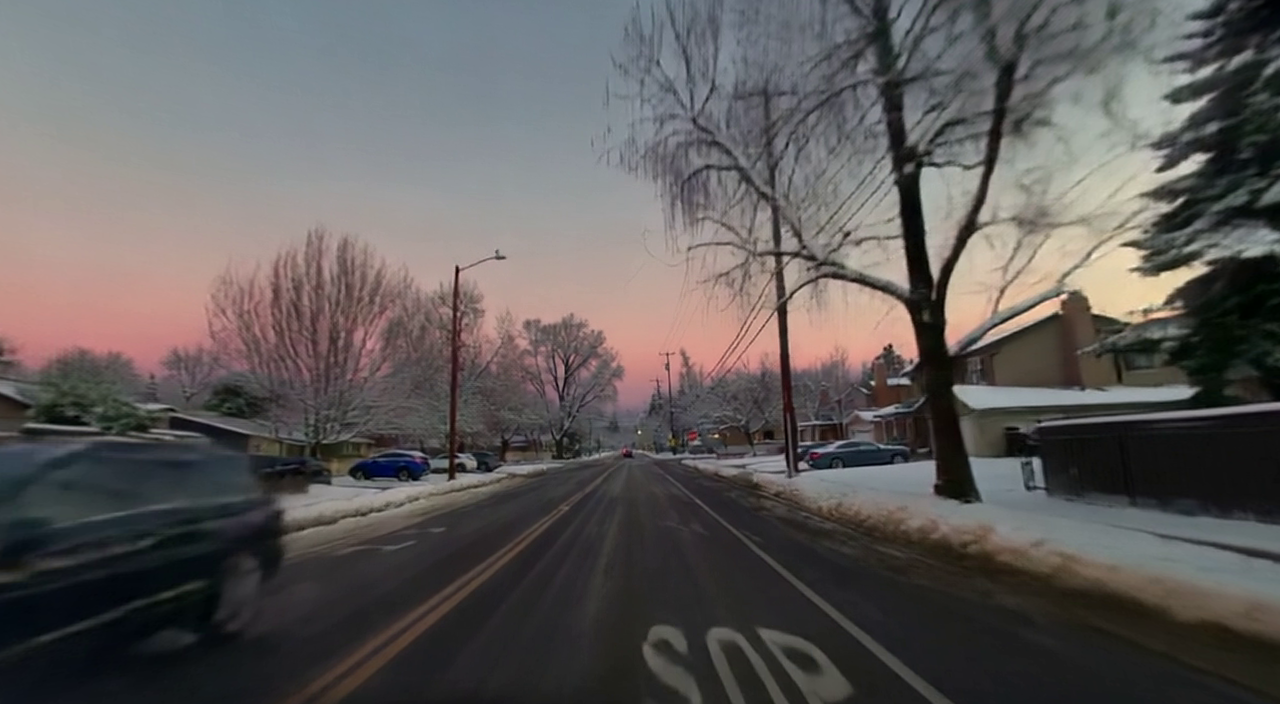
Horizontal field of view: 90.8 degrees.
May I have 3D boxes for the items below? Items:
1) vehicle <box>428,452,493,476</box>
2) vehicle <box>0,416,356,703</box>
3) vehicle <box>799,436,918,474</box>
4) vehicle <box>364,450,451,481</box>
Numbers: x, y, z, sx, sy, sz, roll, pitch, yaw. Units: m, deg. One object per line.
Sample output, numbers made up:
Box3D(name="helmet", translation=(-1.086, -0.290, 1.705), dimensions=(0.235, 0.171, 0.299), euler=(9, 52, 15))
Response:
Box3D(name="vehicle", translation=(-12.515, 7.840, 44.203), dimensions=(3.927, 1.560, 2.049), euler=(0, -9, -1))
Box3D(name="vehicle", translation=(-3.821, 1.315, 4.273), dimensions=(1.935, 1.595, 3.972), euler=(0, -9, 0))
Box3D(name="vehicle", translation=(10.509, 4.993, 30.631), dimensions=(4.908, 1.537, 2.065), euler=(-1, -9, -6))
Box3D(name="vehicle", translation=(-13.119, 6.420, 35.863), dimensions=(4.207, 1.648, 1.956), euler=(1, -9, -6))
